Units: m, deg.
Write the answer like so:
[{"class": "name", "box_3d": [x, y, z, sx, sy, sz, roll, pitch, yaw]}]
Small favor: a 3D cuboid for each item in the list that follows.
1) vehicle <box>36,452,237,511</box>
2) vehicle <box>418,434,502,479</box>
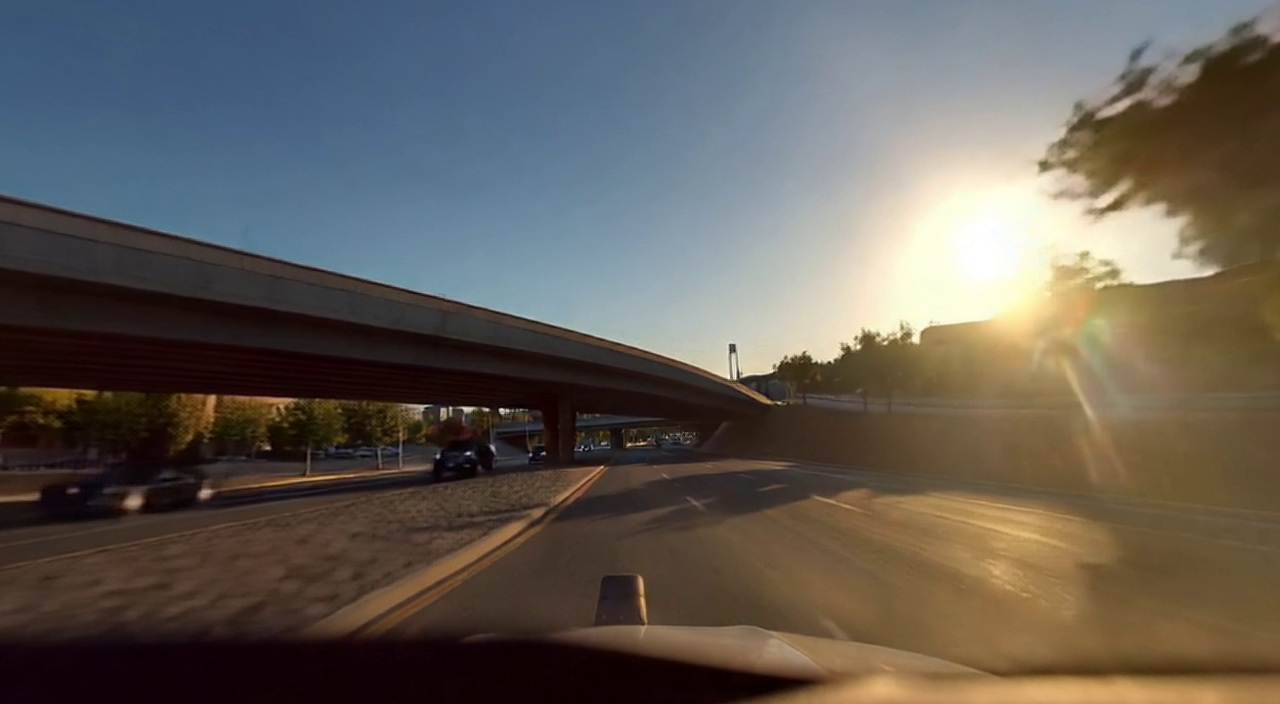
[{"class": "vehicle", "box_3d": [-15.350, 3.928, 19.756, 2.167, 1.506, 4.924, 0, -8, 1]}, {"class": "vehicle", "box_3d": [-8.582, 5.035, 30.805, 2.312, 1.970, 5.878, 0, -8, 1]}]
